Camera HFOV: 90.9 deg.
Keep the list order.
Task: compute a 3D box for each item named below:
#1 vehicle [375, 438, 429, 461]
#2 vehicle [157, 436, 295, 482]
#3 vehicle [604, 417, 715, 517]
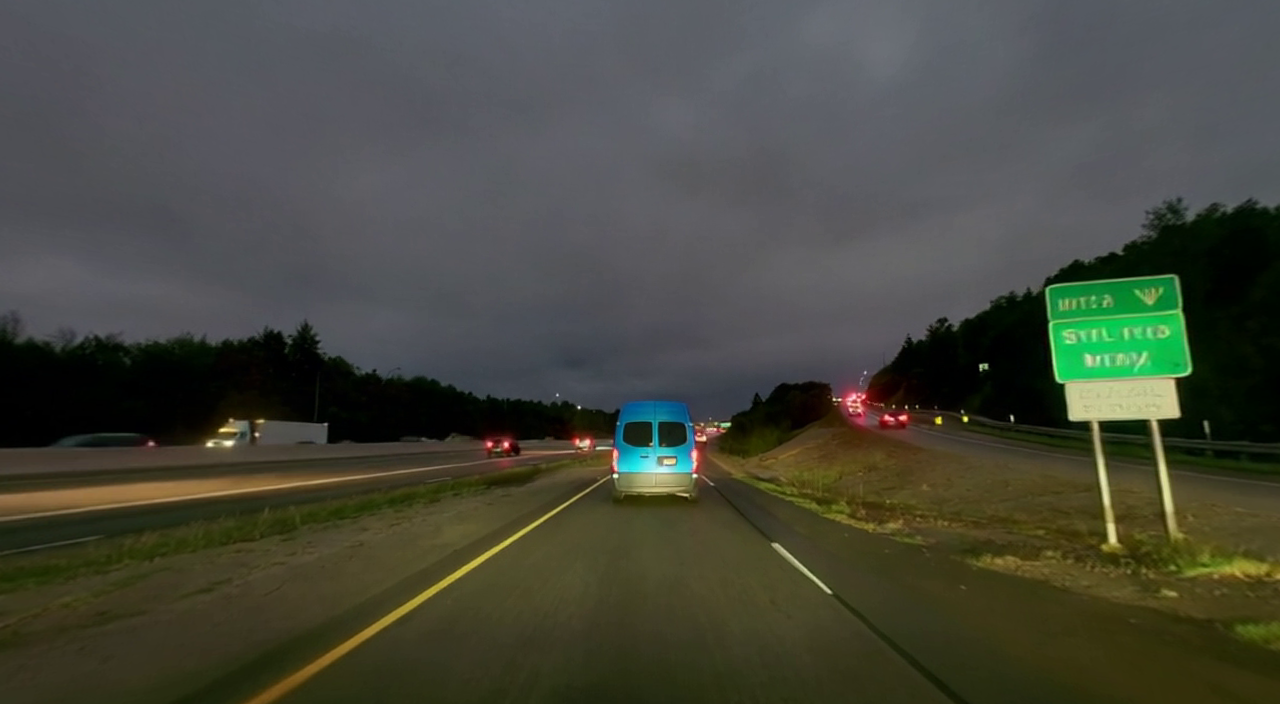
[{"bbox_3d":[-18.378,7.522,48.935,2.160,1.691,4.601,-1,-8,3],"label":"vehicle"},{"bbox_3d":[-16.127,4.164,24.934,2.046,1.585,4.743,-1,-8,3],"label":"vehicle"},{"bbox_3d":[0.309,2.456,13.991,2.043,1.821,4.558,0,-8,-1],"label":"vehicle"}]
